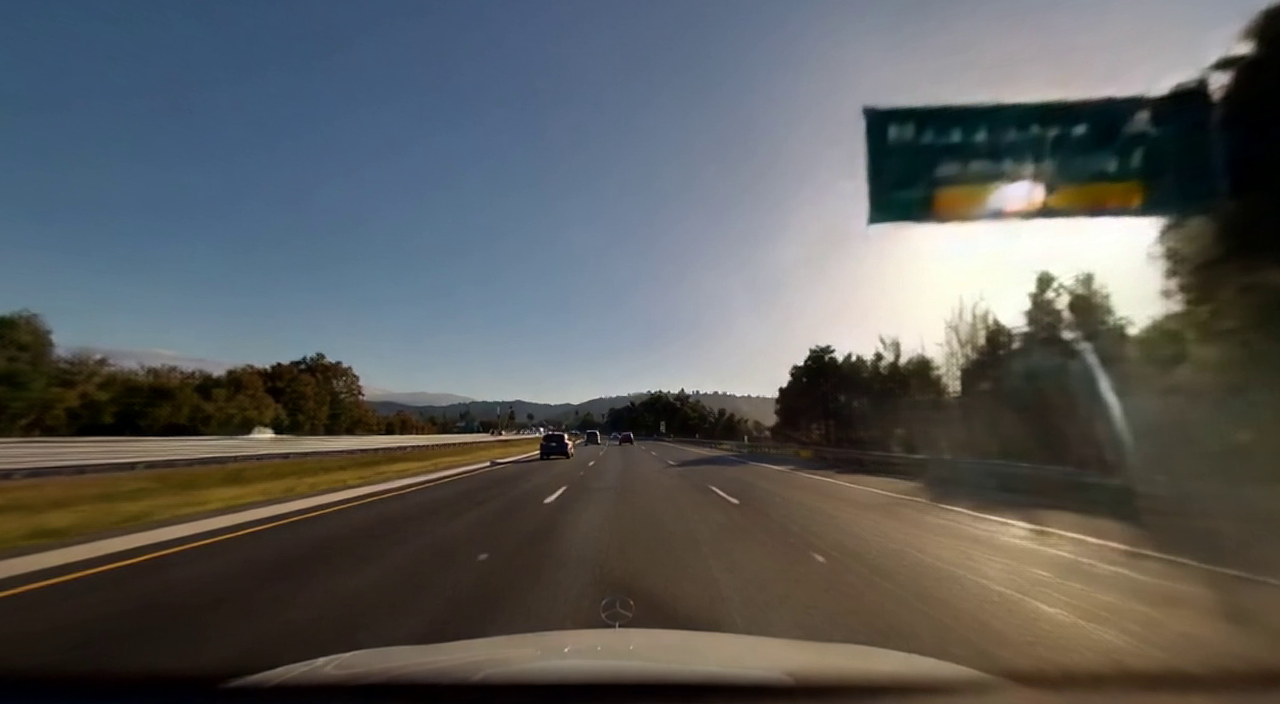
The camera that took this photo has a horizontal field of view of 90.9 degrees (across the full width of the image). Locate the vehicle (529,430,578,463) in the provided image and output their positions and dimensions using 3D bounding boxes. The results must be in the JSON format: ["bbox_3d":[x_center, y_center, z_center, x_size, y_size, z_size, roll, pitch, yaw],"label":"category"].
[{"bbox_3d":[-4.439,4.924,32.937,2.062,1.591,4.156,0,-8,-1],"label":"vehicle"}]
